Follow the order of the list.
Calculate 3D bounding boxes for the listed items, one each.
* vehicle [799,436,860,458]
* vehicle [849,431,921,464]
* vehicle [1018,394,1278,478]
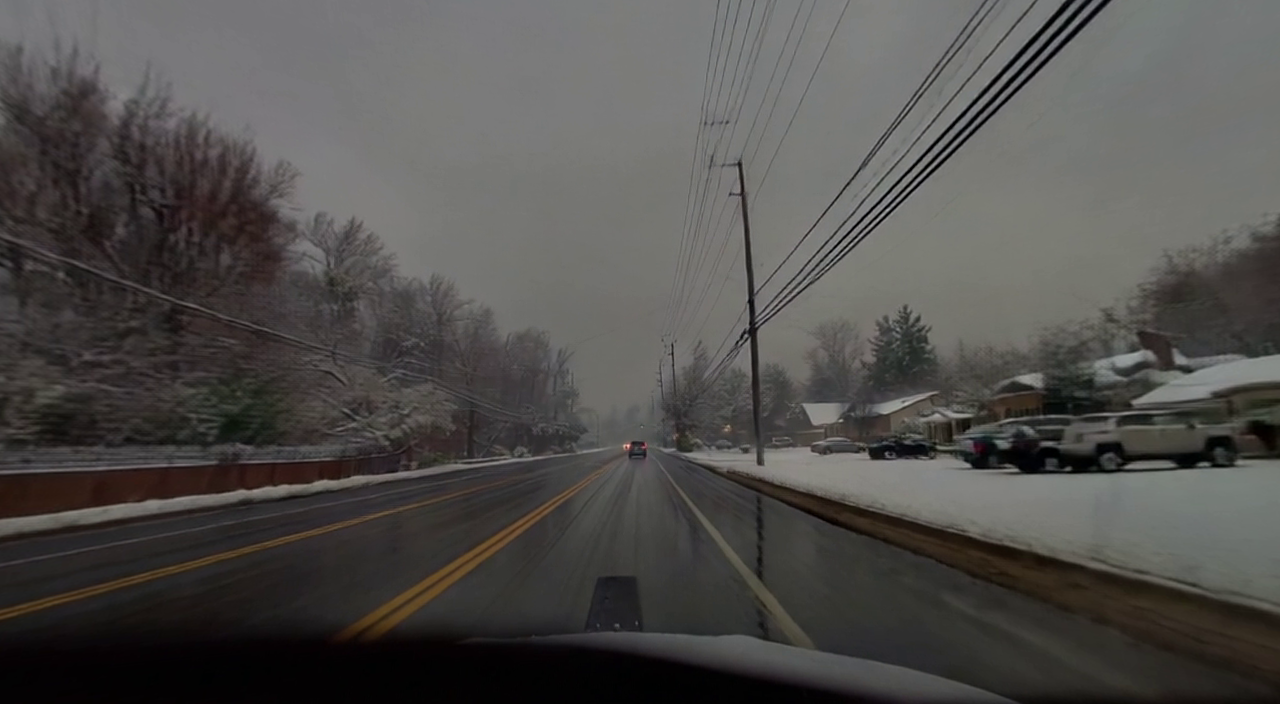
[{"bbox_3d":[14.174,7.111,47.215,3.855,1.548,1.937,0,-8,-8],"label":"vehicle"},{"bbox_3d":[12.203,4.782,31.643,1.846,1.523,4.492,0,-8,1],"label":"vehicle"},{"bbox_3d":[13.031,2.205,16.452,4.905,2.056,2.058,0,-9,0],"label":"vehicle"}]
